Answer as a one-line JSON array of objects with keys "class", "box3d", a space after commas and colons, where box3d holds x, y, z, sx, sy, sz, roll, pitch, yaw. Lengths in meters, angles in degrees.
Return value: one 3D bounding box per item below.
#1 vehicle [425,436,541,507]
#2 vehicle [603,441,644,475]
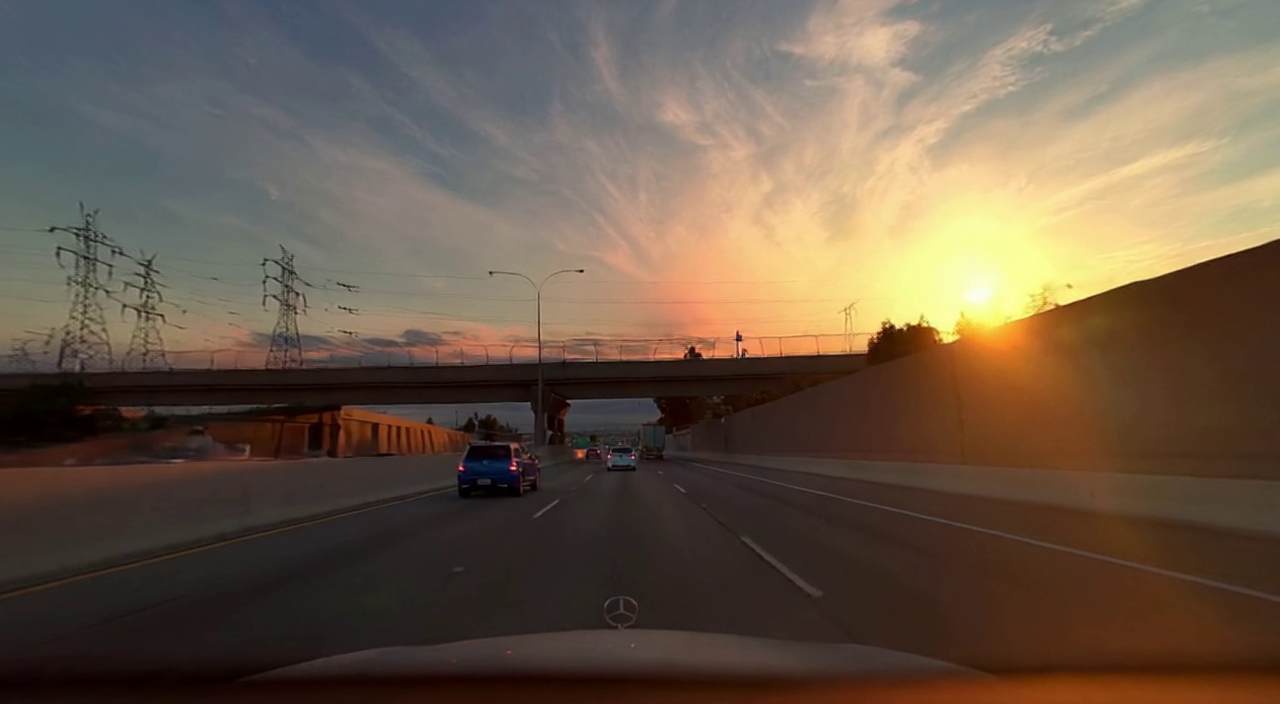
[{"class": "vehicle", "box3d": [-3.835, 2.997, 16.099, 1.987, 1.548, 3.981, 0, -9, -1]}, {"class": "vehicle", "box3d": [-0.835, 5.479, 32.544, 2.004, 1.615, 4.113, 0, -9, -1]}]
